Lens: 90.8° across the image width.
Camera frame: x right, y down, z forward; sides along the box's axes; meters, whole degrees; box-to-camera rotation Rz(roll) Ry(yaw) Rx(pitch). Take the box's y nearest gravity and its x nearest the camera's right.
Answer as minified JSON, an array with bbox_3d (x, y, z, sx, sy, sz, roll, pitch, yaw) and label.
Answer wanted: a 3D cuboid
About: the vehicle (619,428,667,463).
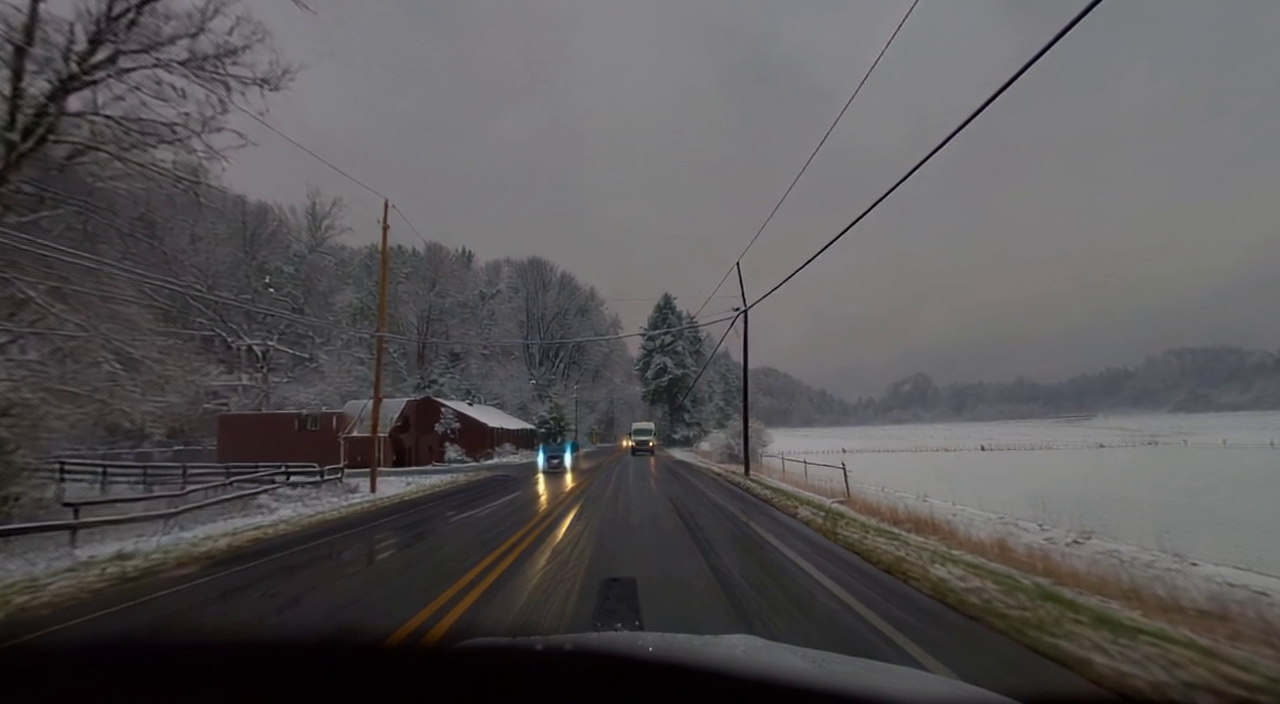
[{"bbox_3d":[0.098,5.609,37.939,2.649,1.870,5.885,0,-8,-2],"label":"vehicle"}]

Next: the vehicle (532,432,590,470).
[{"bbox_3d":[-3.980,5.119,32.762,2.342,1.778,4.613,0,-8,1],"label":"vehicle"}]

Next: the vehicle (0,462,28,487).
[{"bbox_3d":[-49.615,9.547,49.262,1.944,1.767,3.885,6,-10,-35],"label":"vehicle"}]
